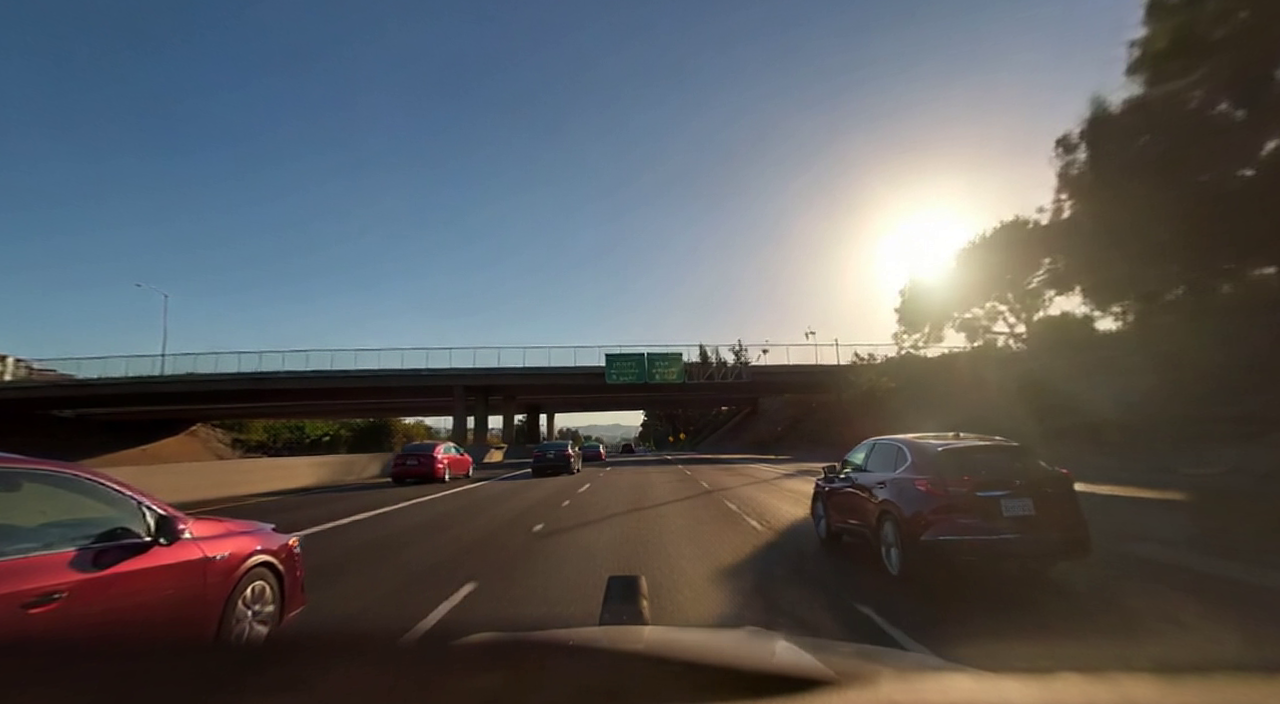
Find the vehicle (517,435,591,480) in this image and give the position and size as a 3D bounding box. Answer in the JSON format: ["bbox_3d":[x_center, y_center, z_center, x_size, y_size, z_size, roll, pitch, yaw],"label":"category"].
[{"bbox_3d":[-3.292,4.167,25.246,2.210,1.628,4.586,-1,-8,1],"label":"vehicle"}]

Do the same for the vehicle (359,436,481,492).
[{"bbox_3d":[-6.794,3.493,20.150,2.069,1.551,4.830,0,-8,1],"label":"vehicle"}]
